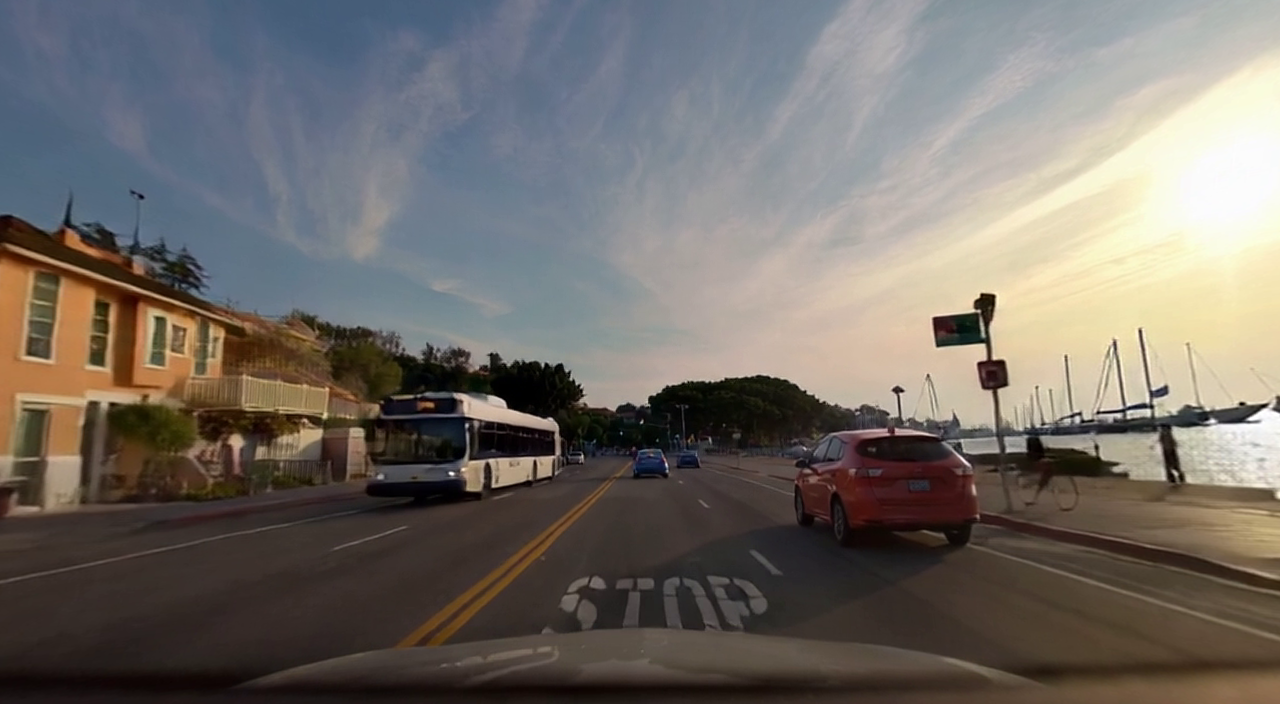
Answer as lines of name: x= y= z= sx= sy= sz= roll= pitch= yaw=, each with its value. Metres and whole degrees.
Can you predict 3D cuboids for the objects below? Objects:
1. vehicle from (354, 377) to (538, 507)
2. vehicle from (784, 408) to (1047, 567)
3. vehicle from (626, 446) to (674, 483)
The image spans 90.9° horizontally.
vehicle: x=-6.092 y=3.210 z=22.191 sx=3.102 sy=3.524 sz=9.830 roll=0 pitch=-9 yaw=1
vehicle: x=3.685 y=1.903 z=9.529 sx=2.000 sy=1.809 sz=4.405 roll=0 pitch=-9 yaw=1
vehicle: x=0.434 y=5.373 z=30.384 sx=2.132 sy=1.632 sz=3.838 roll=0 pitch=-9 yaw=0
